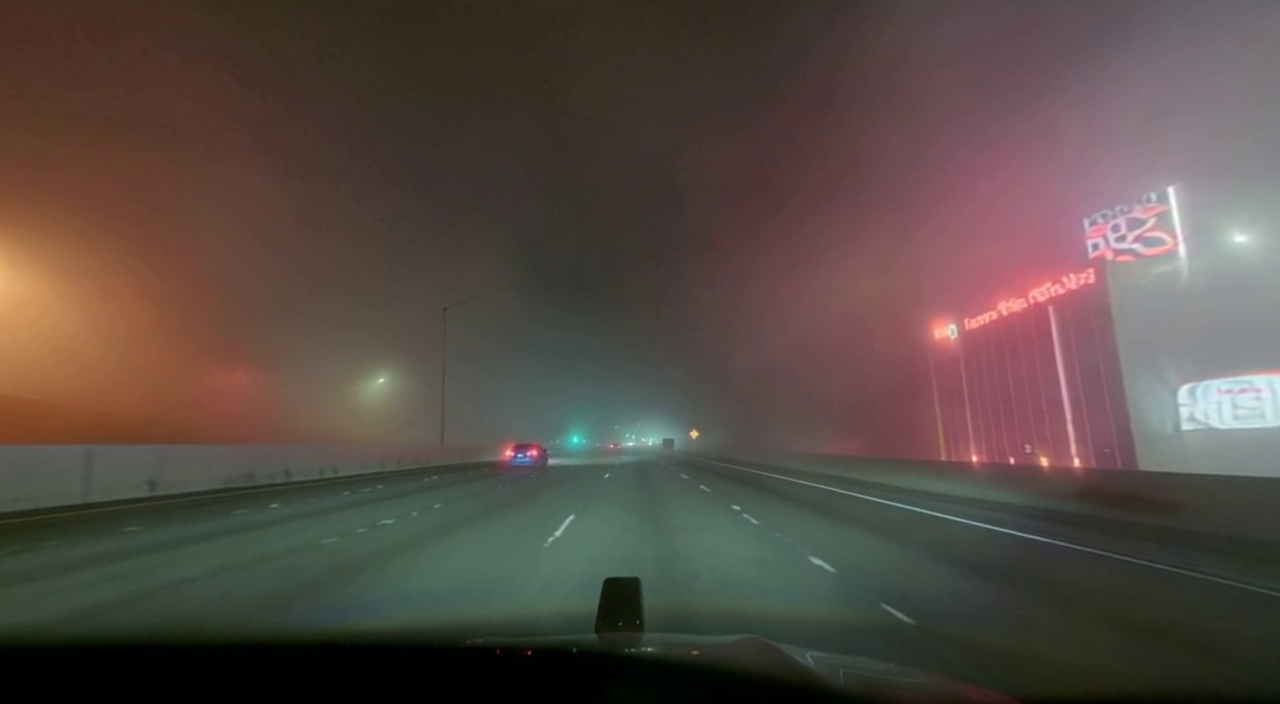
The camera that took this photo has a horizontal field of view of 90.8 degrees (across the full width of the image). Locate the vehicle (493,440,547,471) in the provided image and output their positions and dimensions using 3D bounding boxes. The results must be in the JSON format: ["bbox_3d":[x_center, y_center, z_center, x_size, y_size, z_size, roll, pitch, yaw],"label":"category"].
[{"bbox_3d":[-6.229,5.422,33.308,1.990,1.529,4.288,0,-8,0],"label":"vehicle"}]
